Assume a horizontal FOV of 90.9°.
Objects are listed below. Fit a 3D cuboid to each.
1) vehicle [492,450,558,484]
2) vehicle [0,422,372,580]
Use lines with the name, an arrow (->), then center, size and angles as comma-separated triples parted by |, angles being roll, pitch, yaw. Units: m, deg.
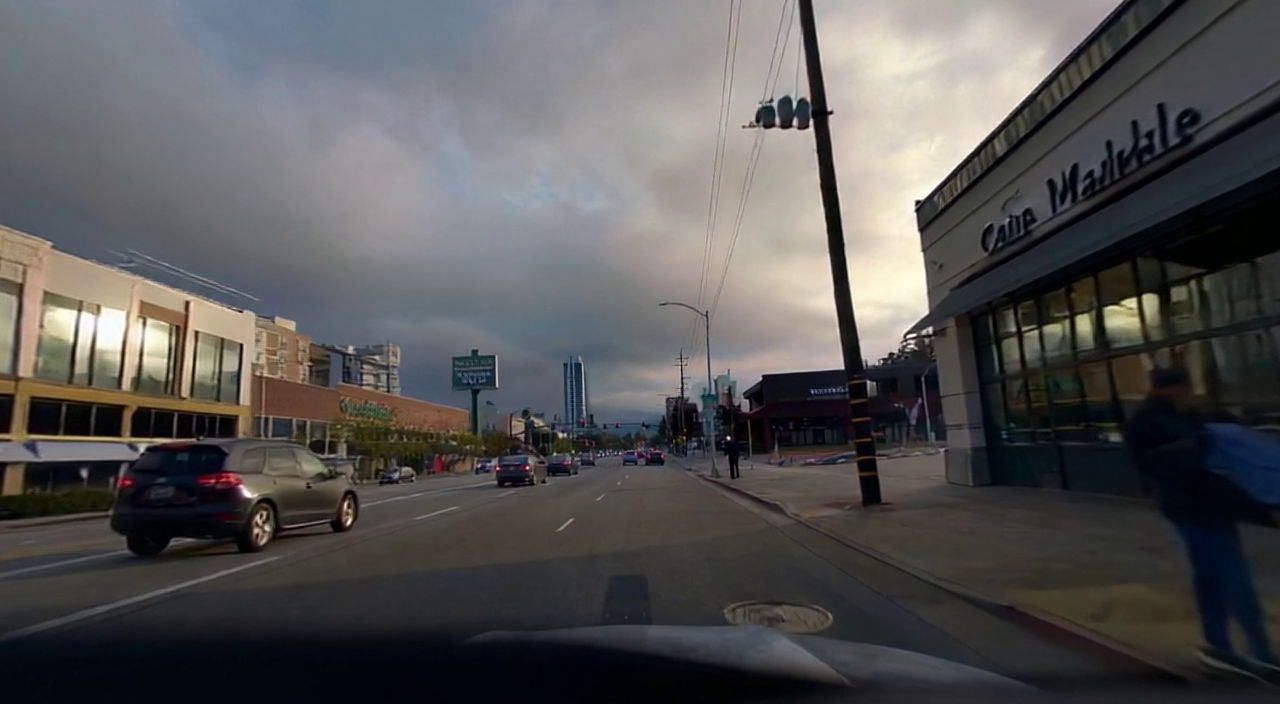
vehicle -> -5.362, 5.417, 30.017 | 2.030, 1.488, 4.650 | -1, -9, 3
vehicle -> -6.065, 2.017, 9.333 | 2.007, 1.698, 4.759 | 0, -9, 1
